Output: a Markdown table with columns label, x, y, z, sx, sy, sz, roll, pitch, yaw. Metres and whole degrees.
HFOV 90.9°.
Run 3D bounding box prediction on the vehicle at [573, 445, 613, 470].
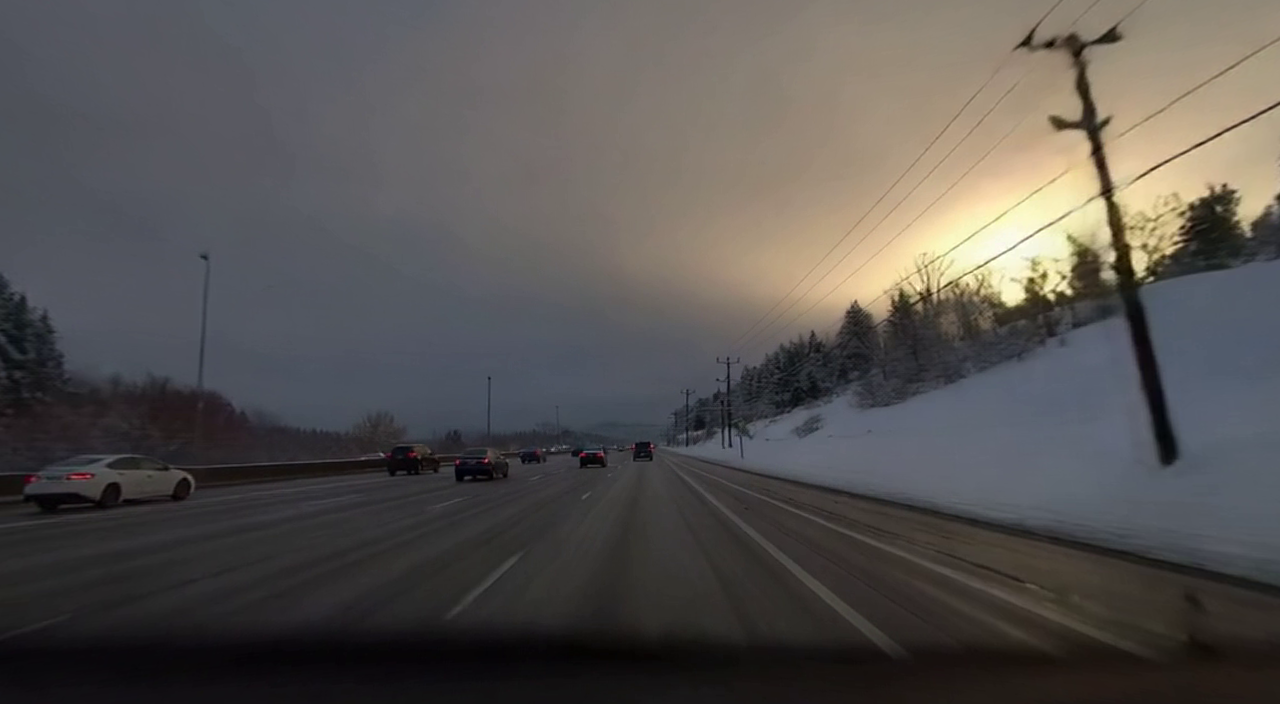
| label | x | y | z | sx | sy | sz | roll | pitch | yaw |
| --- | --- | --- | --- | --- | --- | --- | --- | --- | --- |
| vehicle | -2.847 | 6.488 | 39.047 | 2.064 | 1.446 | 4.409 | 0 | -9 | 0 |

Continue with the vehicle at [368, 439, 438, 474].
| label | x | y | z | sx | sy | sz | roll | pitch | yaw |
| --- | --- | --- | --- | --- | --- | --- | --- | --- | --- |
| vehicle | -14.389 | 6.377 | 38.666 | 2.172 | 1.946 | 5.017 | 0 | -9 | 1 |

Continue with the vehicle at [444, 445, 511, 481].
| label | x | y | z | sx | sy | sz | roll | pitch | yaw |
| --- | --- | --- | --- | --- | --- | --- | --- | --- | --- |
| vehicle | -7.352 | 5.038 | 28.903 | 1.899 | 1.472 | 4.202 | 0 | -9 | 1 |

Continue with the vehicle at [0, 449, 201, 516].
| label | x | y | z | sx | sy | sz | roll | pitch | yaw |
| --- | --- | --- | --- | --- | --- | --- | --- | --- | --- |
| vehicle | -14.363 | 3.333 | 16.726 | 1.885 | 1.474 | 4.849 | 0 | -9 | 1 |
